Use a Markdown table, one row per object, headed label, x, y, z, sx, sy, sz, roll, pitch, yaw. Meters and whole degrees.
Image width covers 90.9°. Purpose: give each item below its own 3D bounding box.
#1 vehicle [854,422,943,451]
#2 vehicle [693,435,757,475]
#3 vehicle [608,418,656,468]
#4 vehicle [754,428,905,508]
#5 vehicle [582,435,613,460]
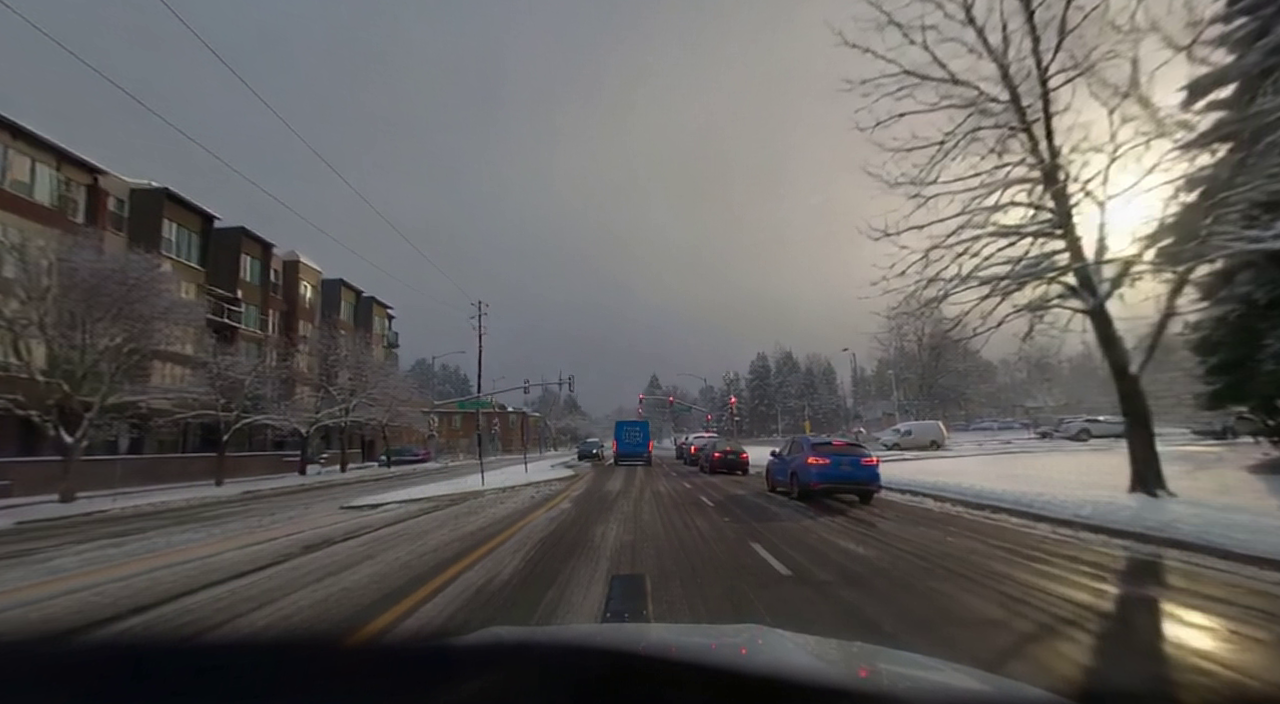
| label | x | y | z | sx | sy | sz | roll | pitch | yaw |
| --- | --- | --- | --- | --- | --- | --- | --- | --- | --- |
| vehicle | 16.572 | 5.447 | 40.602 | 4.842 | 1.792 | 1.963 | 0 | -8 | 0 |
| vehicle | 3.412 | 4.225 | 26.084 | 1.951 | 1.483 | 4.582 | 0 | -8 | -1 |
| vehicle | -0.388 | 4.960 | 34.376 | 2.422 | 2.488 | 4.992 | 0 | -8 | 0 |
| vehicle | 4.100 | 2.601 | 14.665 | 1.967 | 1.506 | 4.968 | 0 | -8 | 0 |
| vehicle | -3.209 | 7.295 | 48.133 | 2.203 | 1.786 | 4.249 | 0 | -8 | -2 |
